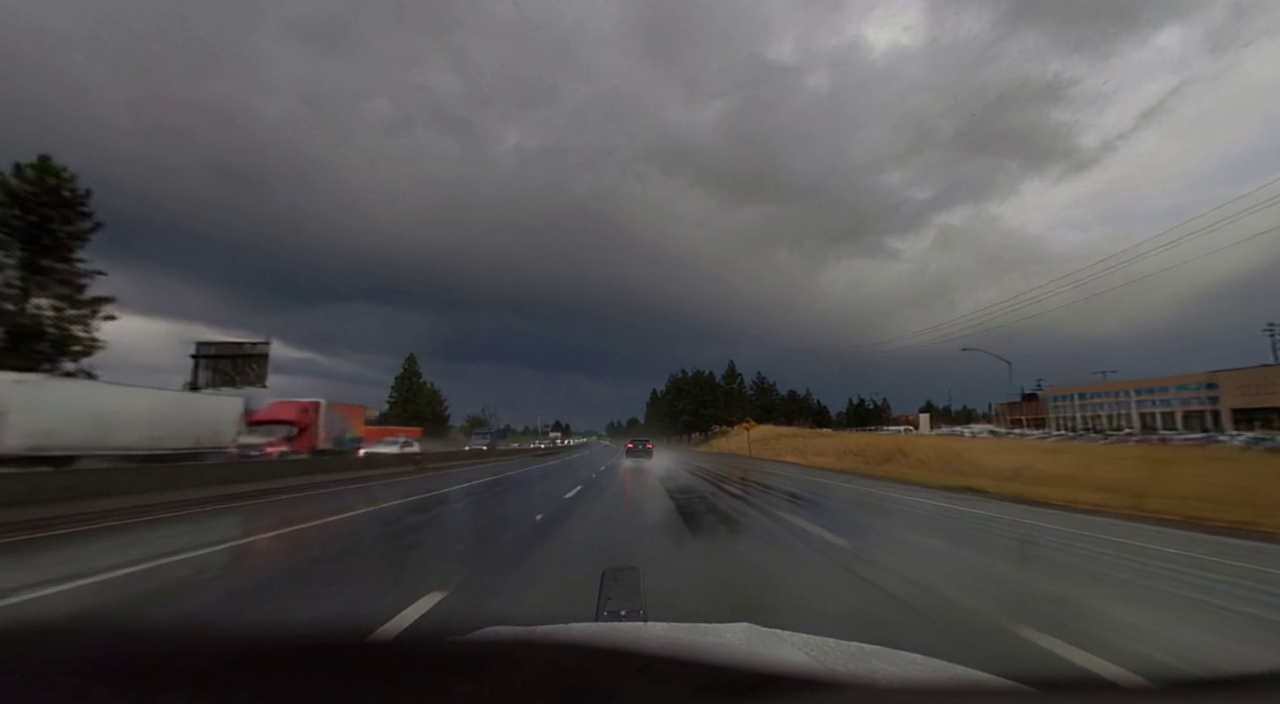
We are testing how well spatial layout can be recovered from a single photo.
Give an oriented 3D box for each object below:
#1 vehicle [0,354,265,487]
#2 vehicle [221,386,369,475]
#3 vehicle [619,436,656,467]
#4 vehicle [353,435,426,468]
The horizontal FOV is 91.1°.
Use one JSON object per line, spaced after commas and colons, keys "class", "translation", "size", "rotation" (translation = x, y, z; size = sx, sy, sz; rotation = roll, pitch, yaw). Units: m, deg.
{"class": "vehicle", "translation": [-21.838, 3.075, 25.997], "size": [3.278, 4.147, 15.225], "rotation": [0, -8, 0]}
{"class": "vehicle", "translation": [-17.460, 4.156, 32.718], "size": [2.993, 3.993, 8.266], "rotation": [0, -8, 0]}
{"class": "vehicle", "translation": [-0.177, 5.811, 36.834], "size": [2.029, 1.666, 4.064], "rotation": [0, -8, -1]}
{"class": "vehicle", "translation": [-13.589, 5.420, 34.464], "size": [1.987, 1.655, 4.982], "rotation": [0, -8, 0]}
